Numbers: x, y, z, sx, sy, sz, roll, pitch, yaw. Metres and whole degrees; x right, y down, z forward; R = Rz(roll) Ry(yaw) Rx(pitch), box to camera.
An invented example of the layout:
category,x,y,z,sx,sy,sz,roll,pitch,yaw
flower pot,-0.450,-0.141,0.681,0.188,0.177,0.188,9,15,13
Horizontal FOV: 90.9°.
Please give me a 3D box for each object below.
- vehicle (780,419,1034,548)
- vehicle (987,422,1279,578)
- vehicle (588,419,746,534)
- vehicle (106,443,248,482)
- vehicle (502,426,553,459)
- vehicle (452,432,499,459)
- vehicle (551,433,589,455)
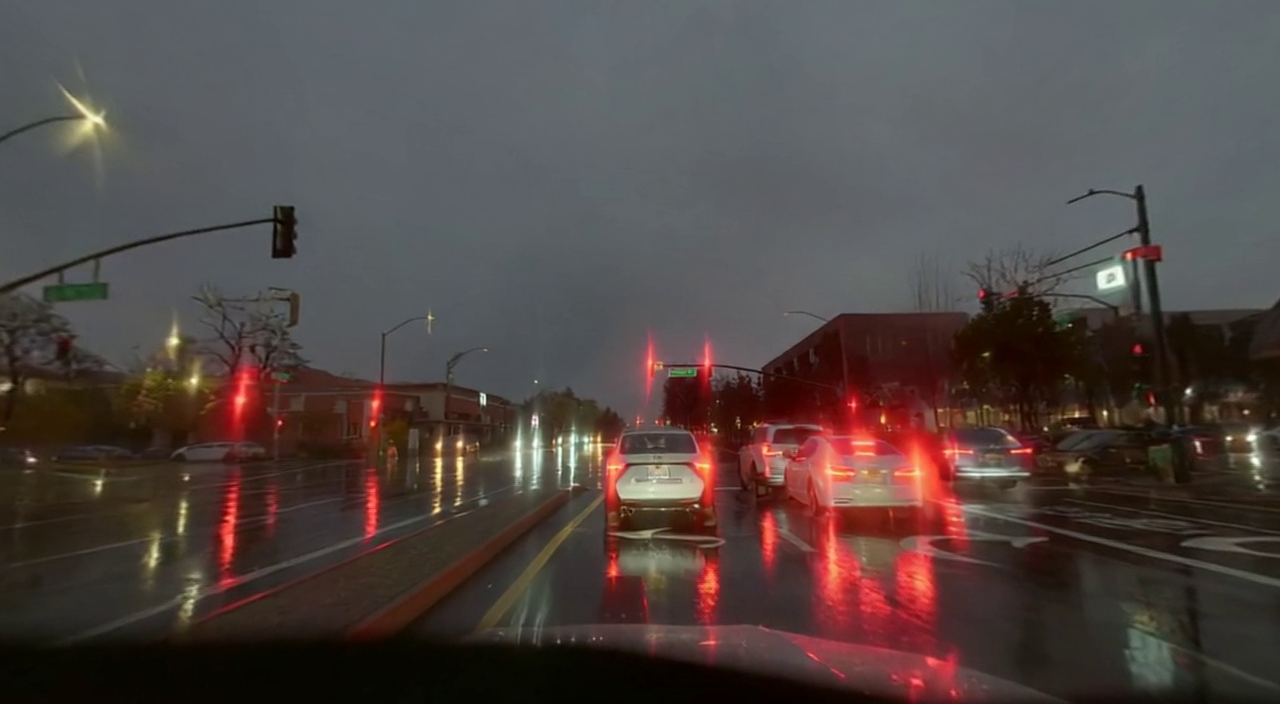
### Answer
category,x,y,z,sx,sy,sz,roll,pitch,yaw
vehicle,3.605,1.857,9.606,1.883,1.480,4.489,0,-8,0
vehicle,6.813,1.717,8.204,2.059,1.458,4.395,0,-8,0
vehicle,0.316,1.924,10.288,2.073,1.496,3.892,0,-8,-1
vehicle,-21.670,5.155,29.735,4.833,1.701,2.077,2,-8,-12
vehicle,-8.493,6.836,48.205,2.710,2.022,5.889,-3,-5,0
vehicle,-11.807,6.719,45.502,2.122,1.829,4.559,0,-8,0
vehicle,-5.076,6.795,46.542,2.200,1.480,4.292,0,-8,2
